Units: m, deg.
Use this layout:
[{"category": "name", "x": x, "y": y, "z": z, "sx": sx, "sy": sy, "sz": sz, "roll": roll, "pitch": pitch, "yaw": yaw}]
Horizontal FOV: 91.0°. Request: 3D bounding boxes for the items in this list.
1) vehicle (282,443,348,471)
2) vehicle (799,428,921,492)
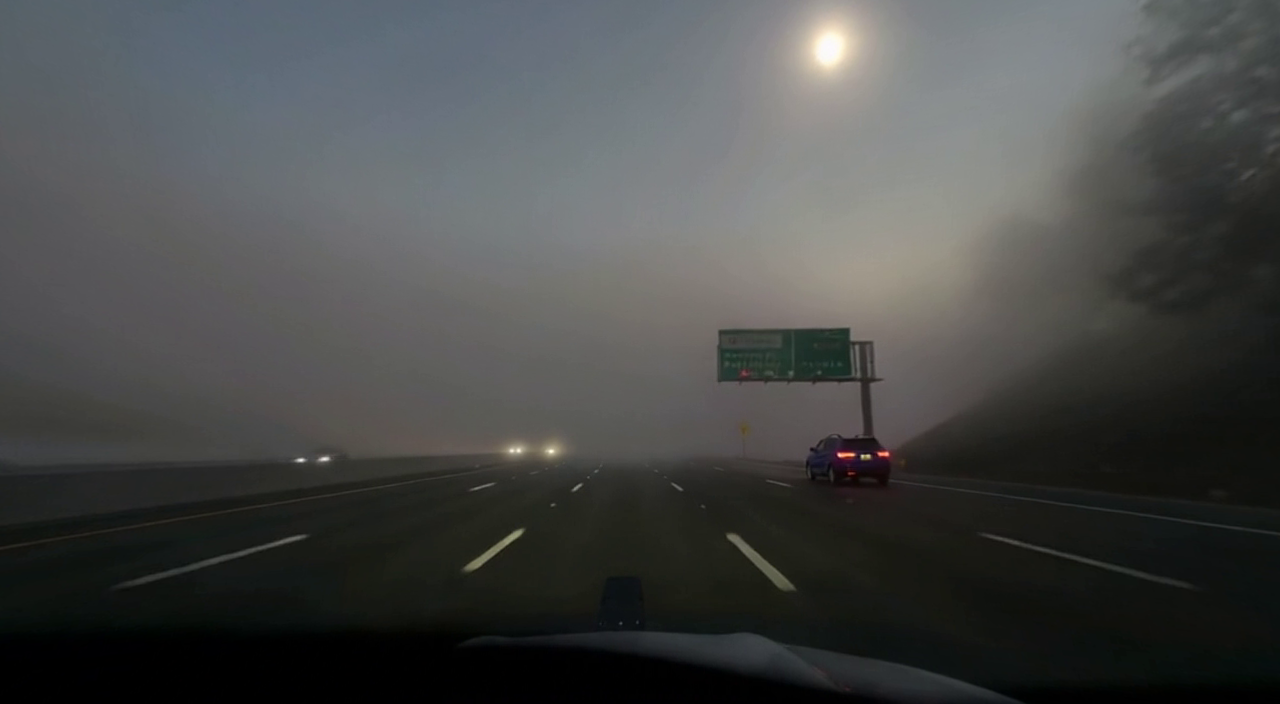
[{"category": "vehicle", "x": -19.369, "y": 6.271, "z": 37.756, "sx": 1.818, "sy": 1.544, "sz": 4.027, "roll": 0, "pitch": -9, "yaw": -1}, {"category": "vehicle", "x": 6.536, "y": 3.263, "z": 19.335, "sx": 2.091, "sy": 1.711, "sz": 4.383, "roll": 0, "pitch": -9, "yaw": -1}]
